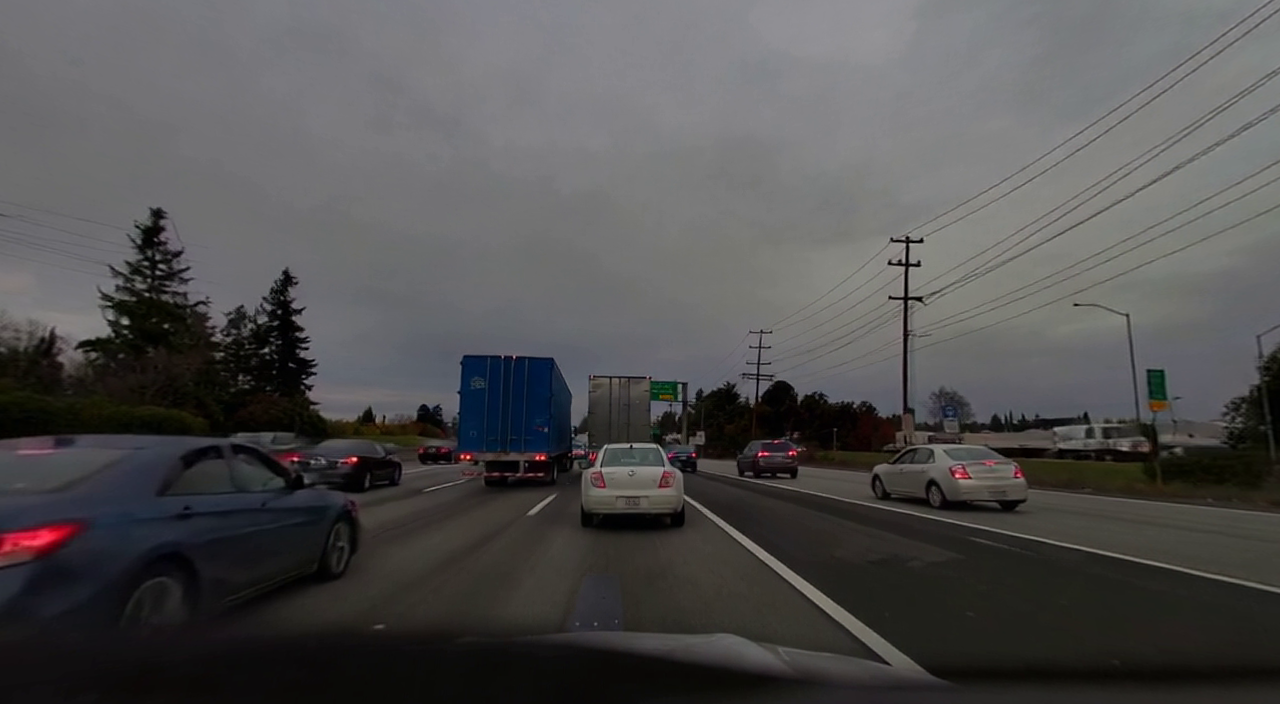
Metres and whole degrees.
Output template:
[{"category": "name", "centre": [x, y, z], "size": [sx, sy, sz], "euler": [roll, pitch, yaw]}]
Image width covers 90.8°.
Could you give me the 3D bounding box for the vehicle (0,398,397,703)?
[{"category": "vehicle", "centre": [-3.717, 1.219, 4.498], "size": [2.090, 1.463, 4.968], "euler": [0, -9, -1]}]

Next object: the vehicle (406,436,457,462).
[{"category": "vehicle", "centre": [-14.146, 6.620, 43.113], "size": [2.148, 1.678, 4.851], "euler": [1, -9, -4]}]

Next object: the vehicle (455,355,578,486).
[{"category": "vehicle", "centre": [-4.938, 3.606, 29.845], "size": [3.150, 4.298, 17.928], "euler": [1, -9, -3]}]

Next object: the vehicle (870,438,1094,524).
[{"category": "vehicle", "centre": [6.530, 2.485, 12.733], "size": [1.878, 1.406, 4.164], "euler": [1, -9, -6]}]

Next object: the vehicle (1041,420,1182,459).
[{"category": "vehicle", "centre": [25.208, 4.778, 34.192], "size": [2.321, 1.880, 6.188], "euler": [1, -9, -7]}]

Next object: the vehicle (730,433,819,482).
[{"category": "vehicle", "centre": [4.912, 3.925, 23.730], "size": [2.023, 1.676, 4.002], "euler": [1, -9, -7]}]

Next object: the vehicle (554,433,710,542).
[{"category": "vehicle", "centre": [-0.208, 2.144, 10.636], "size": [2.112, 1.463, 4.012], "euler": [0, -9, -3]}]
